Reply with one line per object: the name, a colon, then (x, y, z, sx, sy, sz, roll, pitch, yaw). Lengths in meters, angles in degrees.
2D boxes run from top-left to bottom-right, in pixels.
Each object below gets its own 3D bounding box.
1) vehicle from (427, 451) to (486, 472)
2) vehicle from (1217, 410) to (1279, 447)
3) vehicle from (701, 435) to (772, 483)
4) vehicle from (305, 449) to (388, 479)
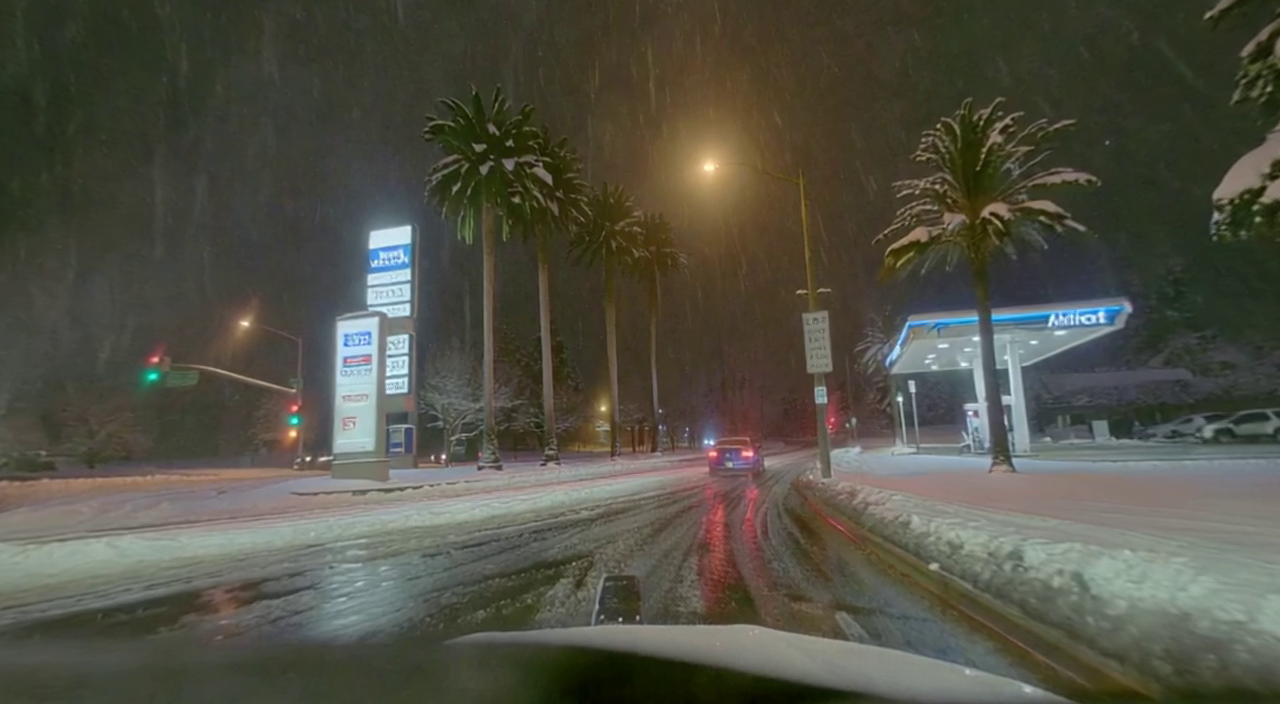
vehicle: (-13.753, 8.217, 47.495, 1.825, 1.441, 4.656, -3, -9, 20)
vehicle: (35.911, 4.192, 35.383, 4.464, 1.655, 2.011, -10, -15, 22)
vehicle: (3.564, 3.794, 22.633, 2.050, 1.509, 4.148, -2, -9, 15)
vehicle: (-17.348, 6.616, 37.427, 1.884, 1.651, 4.330, -3, -9, 20)
